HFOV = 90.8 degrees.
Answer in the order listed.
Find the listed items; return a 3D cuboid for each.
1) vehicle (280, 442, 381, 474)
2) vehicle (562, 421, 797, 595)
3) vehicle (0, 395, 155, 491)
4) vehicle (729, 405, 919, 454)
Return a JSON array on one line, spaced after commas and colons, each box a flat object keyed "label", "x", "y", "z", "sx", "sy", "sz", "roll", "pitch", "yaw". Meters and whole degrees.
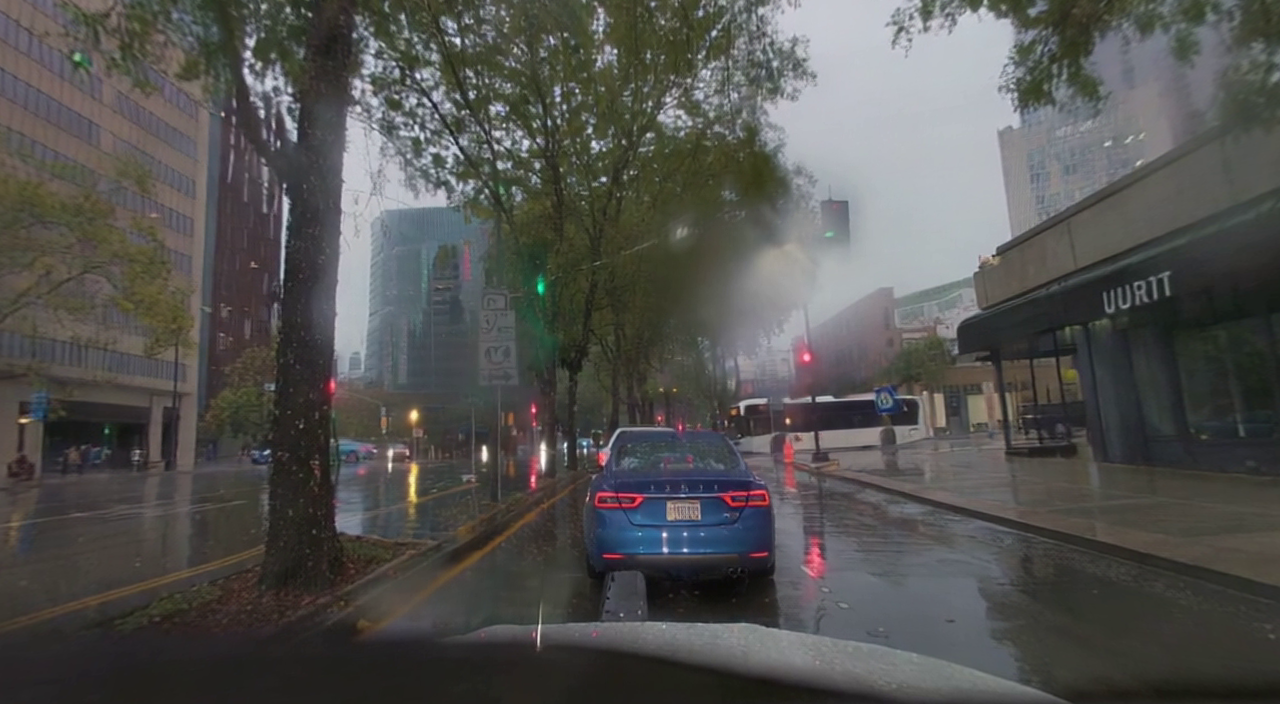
[{"label": "vehicle", "x": -17.208, "y": 5.899, "z": 35.306, "sx": 1.892, "sy": 1.645, "sz": 4.561, "roll": -7, "pitch": -11, "yaw": 39}, {"label": "vehicle", "x": 0.374, "y": 1.626, "z": 7.384, "sx": 2.006, "sy": 1.470, "sz": 3.799, "roll": 0, "pitch": -8, "yaw": 1}, {"label": "vehicle", "x": -25.950, "y": 3.645, "z": 25.324, "sx": 2.692, "sy": 3.685, "sz": 10.153, "roll": -3, "pitch": -9, "yaw": 20}, {"label": "vehicle", "x": 14.082, "y": 6.073, "z": 49.293, "sx": 13.811, "sy": 3.706, "sz": 2.997, "roll": 0, "pitch": -9, "yaw": 0}]
